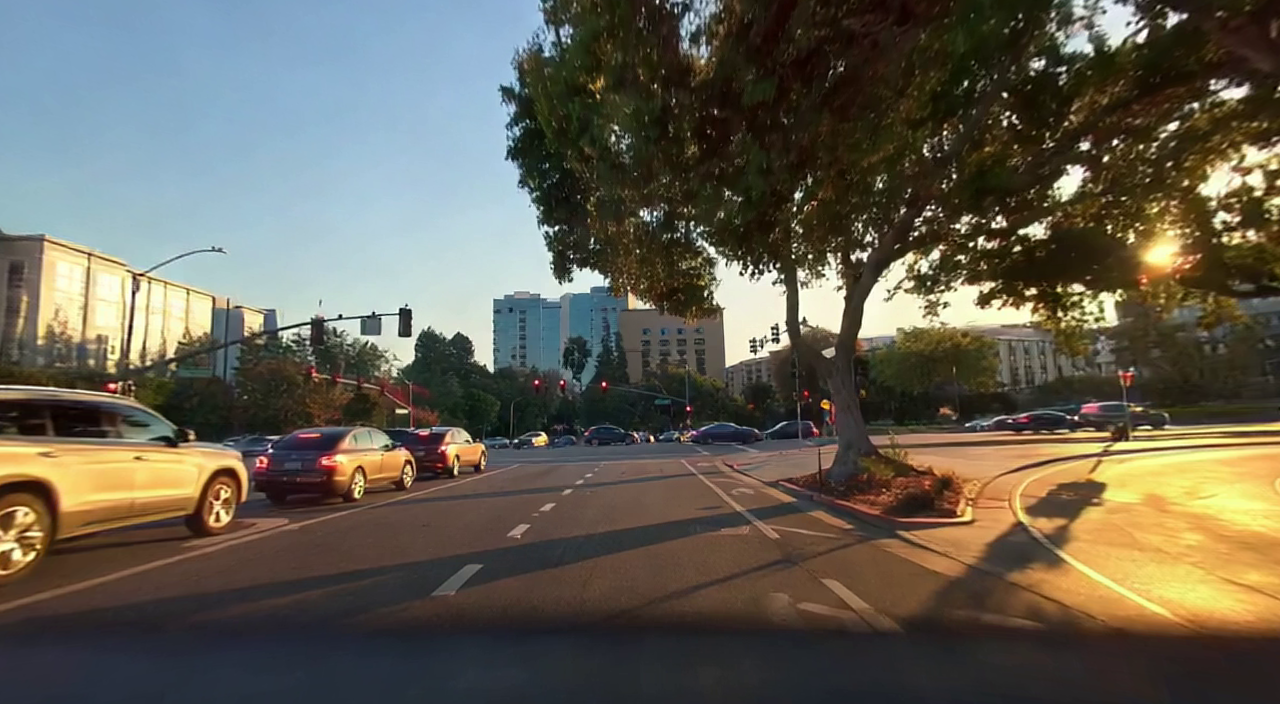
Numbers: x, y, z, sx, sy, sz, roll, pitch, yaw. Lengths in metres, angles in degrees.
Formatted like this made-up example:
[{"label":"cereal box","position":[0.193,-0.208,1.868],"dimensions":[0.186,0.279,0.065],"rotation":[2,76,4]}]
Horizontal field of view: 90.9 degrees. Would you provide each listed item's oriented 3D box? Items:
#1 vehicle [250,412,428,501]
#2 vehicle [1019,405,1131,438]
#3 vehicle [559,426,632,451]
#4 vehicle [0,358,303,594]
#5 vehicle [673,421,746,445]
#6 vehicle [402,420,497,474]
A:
[{"label":"vehicle","position":[-6.700,2.388,14.684],"dimensions":[1.967,1.741,4.385],"rotation":[0,-9,0]},{"label":"vehicle","position":[23.360,3.769,34.022],"dimensions":[4.476,1.635,1.941],"rotation":[-1,-9,5]},{"label":"vehicle","position":[-2.783,5.524,40.007],"dimensions":[4.429,1.489,1.773],"rotation":[-1,-9,6]},{"label":"vehicle","position":[-6.555,1.332,7.177],"dimensions":[2.381,1.961,5.407],"rotation":[0,-9,0]},{"label":"vehicle","position":[4.736,5.545,42.996],"dimensions":[4.836,1.508,1.875],"rotation":[-1,-9,6]},{"label":"vehicle","position":[-6.456,3.302,21.943],"dimensions":[1.785,1.678,4.729],"rotation":[0,-9,1]}]
